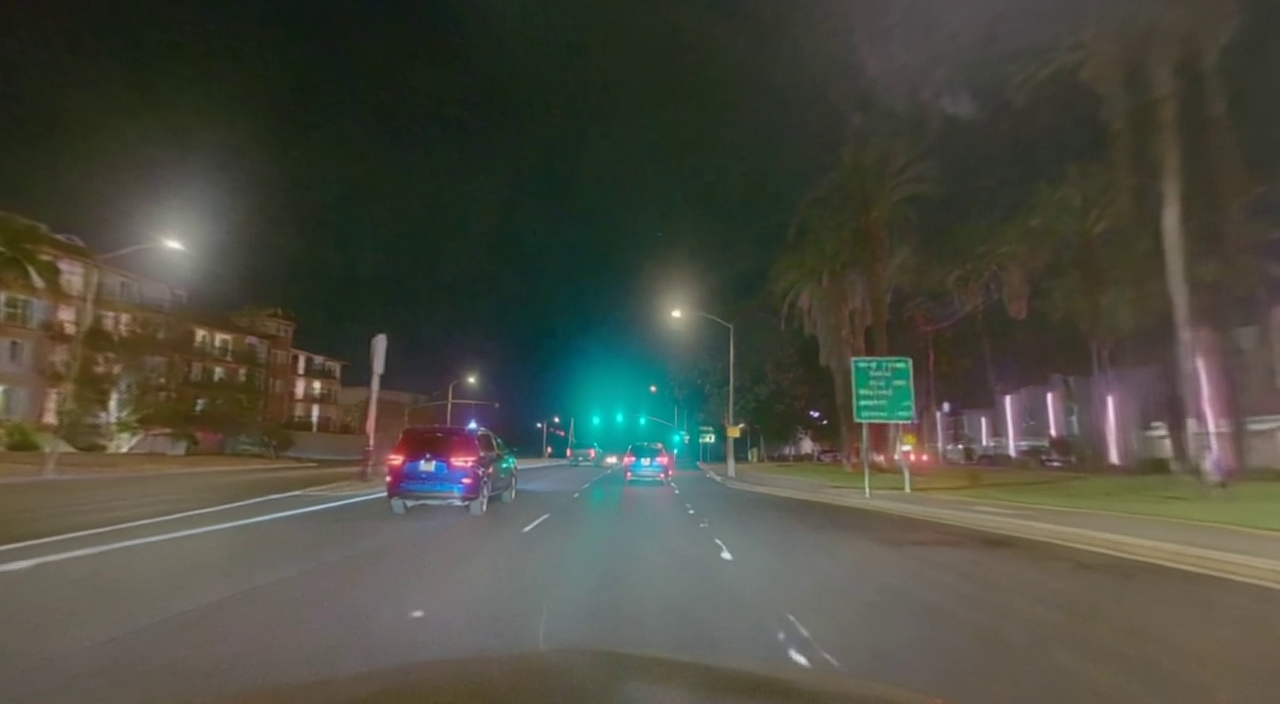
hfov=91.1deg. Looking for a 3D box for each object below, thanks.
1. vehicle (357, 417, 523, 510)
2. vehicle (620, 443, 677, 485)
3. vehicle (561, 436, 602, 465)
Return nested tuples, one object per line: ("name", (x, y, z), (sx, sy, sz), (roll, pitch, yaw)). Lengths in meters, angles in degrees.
("vehicle", (-4.759, 2.783, 16.210), (2.187, 1.904, 6.103), (0, -8, 1))
("vehicle", (0.376, 4.523, 25.647), (2.122, 1.562, 4.152), (0, -8, 1))
("vehicle", (-4.301, 7.415, 47.326), (2.447, 2.062, 5.911), (0, -8, 1))
